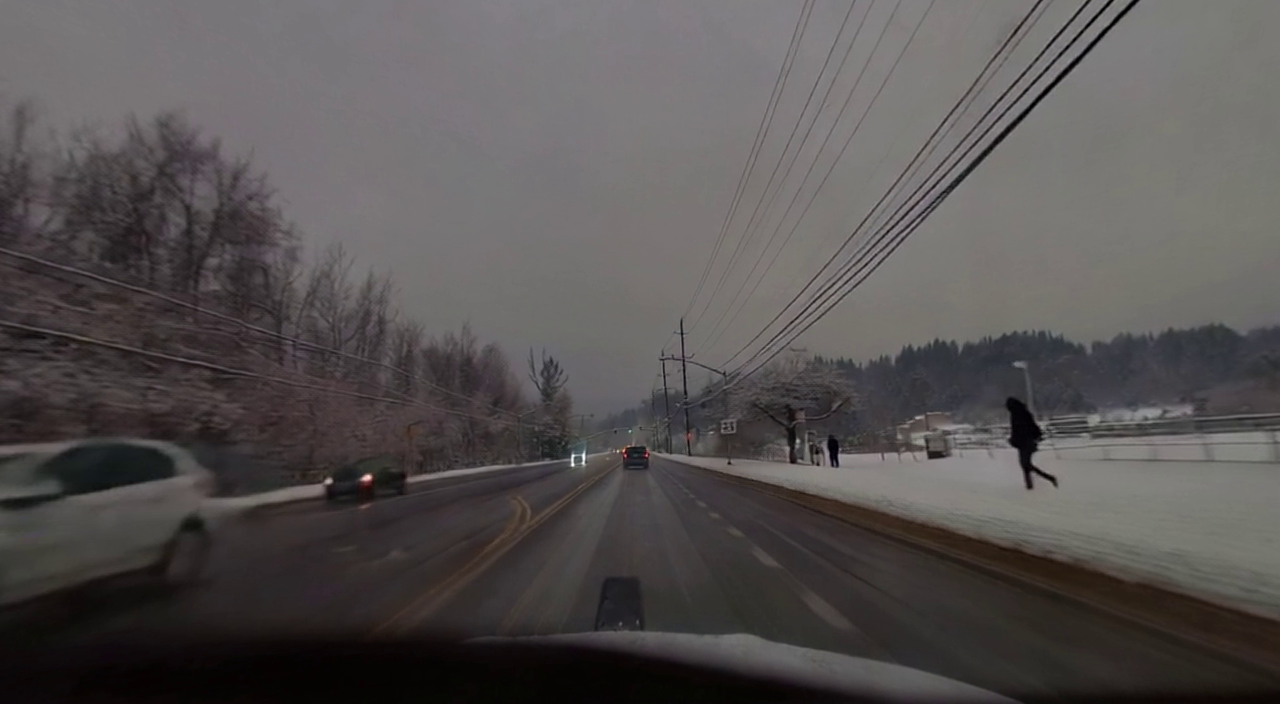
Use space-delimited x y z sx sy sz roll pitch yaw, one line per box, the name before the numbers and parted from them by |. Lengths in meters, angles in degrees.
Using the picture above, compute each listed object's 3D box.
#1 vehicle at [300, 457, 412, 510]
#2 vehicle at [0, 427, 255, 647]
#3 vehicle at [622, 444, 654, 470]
vehicle | -9.287 4.301 21.052 1.841 1.475 4.054 0 -9 0
vehicle | -5.994 1.618 6.003 1.960 1.704 4.229 0 -9 0
vehicle | -0.120 7.416 44.844 2.163 1.746 4.073 0 -8 0
